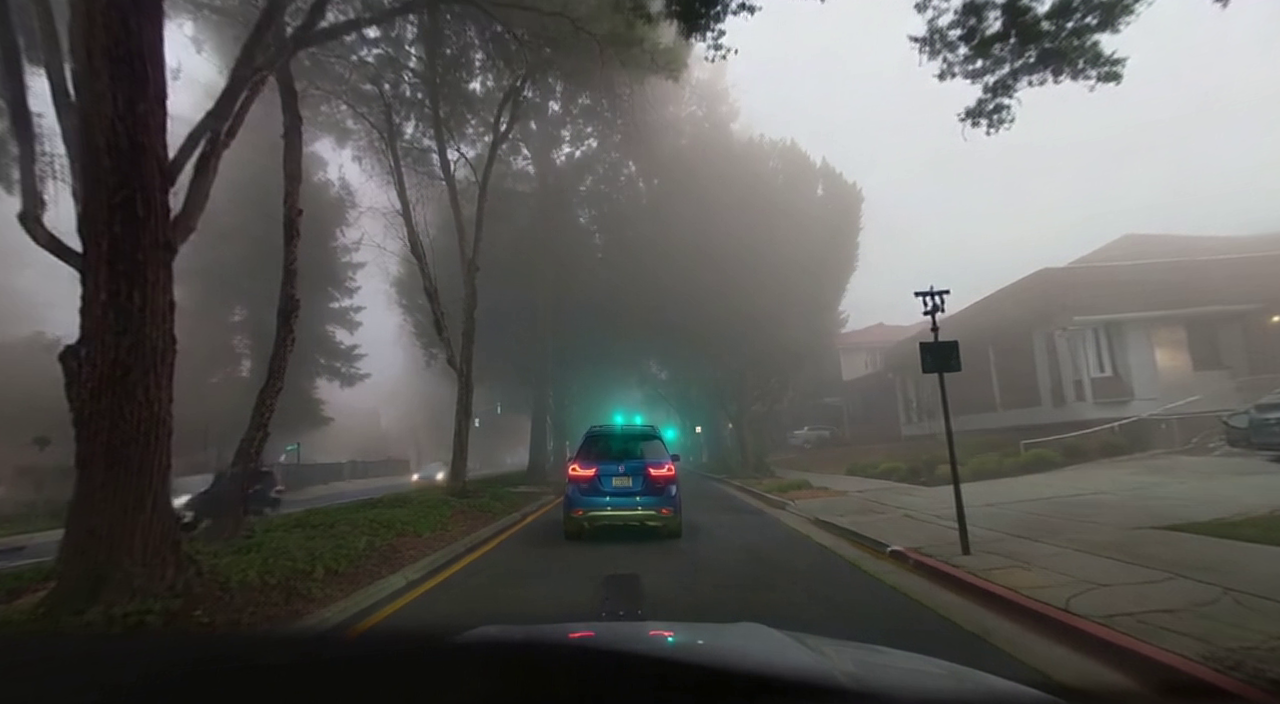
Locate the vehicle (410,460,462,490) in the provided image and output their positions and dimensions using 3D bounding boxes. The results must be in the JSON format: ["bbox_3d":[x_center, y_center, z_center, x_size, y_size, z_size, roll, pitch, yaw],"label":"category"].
[{"bbox_3d":[-12.205,7.374,38.057,1.714,1.578,4.218,0,-8,0],"label":"vehicle"}]

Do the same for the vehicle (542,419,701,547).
[{"bbox_3d":[-0.259,2.059,10.522,2.136,1.703,3.910,0,-8,0],"label":"vehicle"}]

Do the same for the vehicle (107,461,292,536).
[{"bbox_3d":[-12.273,4.066,18.092,1.971,1.718,4.539,0,-8,0],"label":"vehicle"}]
